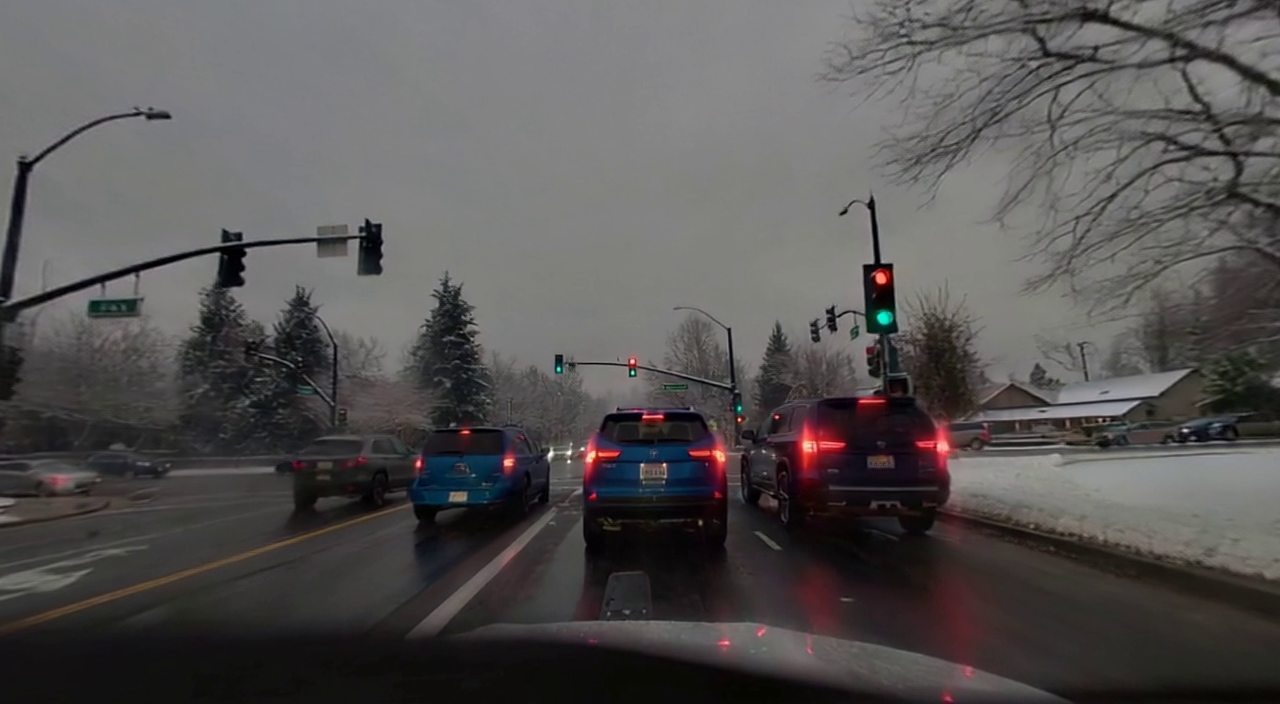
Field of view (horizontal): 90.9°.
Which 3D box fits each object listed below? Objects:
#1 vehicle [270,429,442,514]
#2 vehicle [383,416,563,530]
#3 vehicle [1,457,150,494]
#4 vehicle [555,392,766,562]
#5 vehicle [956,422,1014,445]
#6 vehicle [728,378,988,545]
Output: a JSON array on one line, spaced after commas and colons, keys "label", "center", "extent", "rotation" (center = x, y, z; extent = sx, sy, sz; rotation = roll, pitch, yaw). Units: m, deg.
[{"label": "vehicle", "center": [-6.332, 2.702, 14.758], "extent": [2.052, 1.664, 4.476], "rotation": [0, -8, -2]}, {"label": "vehicle", "center": [-2.739, 2.131, 11.626], "extent": [2.058, 1.659, 4.514], "rotation": [0, -9, 0]}, {"label": "vehicle", "center": [-23.999, 5.239, 26.911], "extent": [4.383, 1.456, 1.999], "rotation": [0, -9, -1]}, {"label": "vehicle", "center": [0.200, 1.636, 8.850], "extent": [2.235, 1.778, 4.178], "rotation": [0, -8, 0]}, {"label": "vehicle", "center": [23.776, 5.684, 43.578], "extent": [1.830, 1.516, 3.943], "rotation": [0, -9, 1]}, {"label": "vehicle", "center": [3.105, 1.778, 10.736], "extent": [2.338, 2.063, 5.672], "rotation": [0, -9, 0]}]
